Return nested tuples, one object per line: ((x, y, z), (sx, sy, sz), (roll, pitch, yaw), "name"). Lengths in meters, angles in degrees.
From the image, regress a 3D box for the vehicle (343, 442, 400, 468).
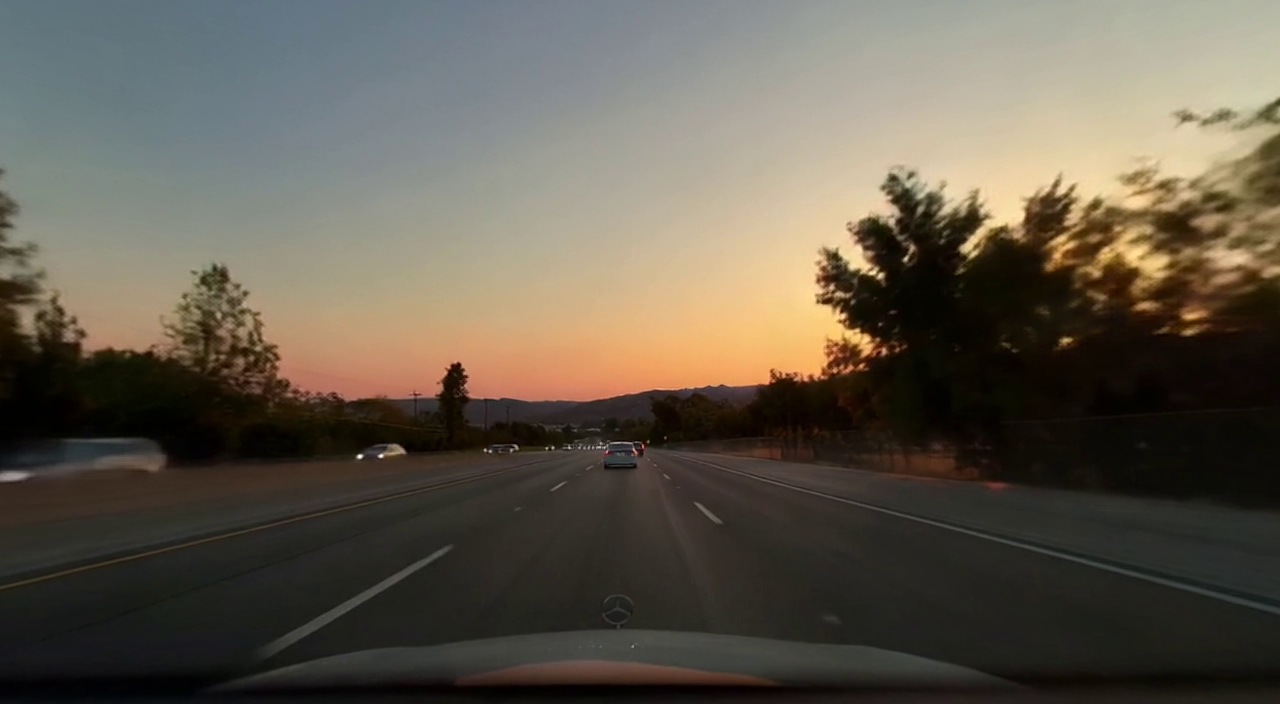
((-17.879, 6.885, 41.939), (1.919, 1.589, 4.272), (0, -9, -1), "vehicle")

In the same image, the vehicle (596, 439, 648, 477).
((-0.763, 4.639, 27.643), (2.095, 1.537, 4.017), (0, -9, -1), "vehicle")

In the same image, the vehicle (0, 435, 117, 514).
((-13.287, 2.469, 12.730), (1.869, 1.513, 4.031), (0, -9, -1), "vehicle")
